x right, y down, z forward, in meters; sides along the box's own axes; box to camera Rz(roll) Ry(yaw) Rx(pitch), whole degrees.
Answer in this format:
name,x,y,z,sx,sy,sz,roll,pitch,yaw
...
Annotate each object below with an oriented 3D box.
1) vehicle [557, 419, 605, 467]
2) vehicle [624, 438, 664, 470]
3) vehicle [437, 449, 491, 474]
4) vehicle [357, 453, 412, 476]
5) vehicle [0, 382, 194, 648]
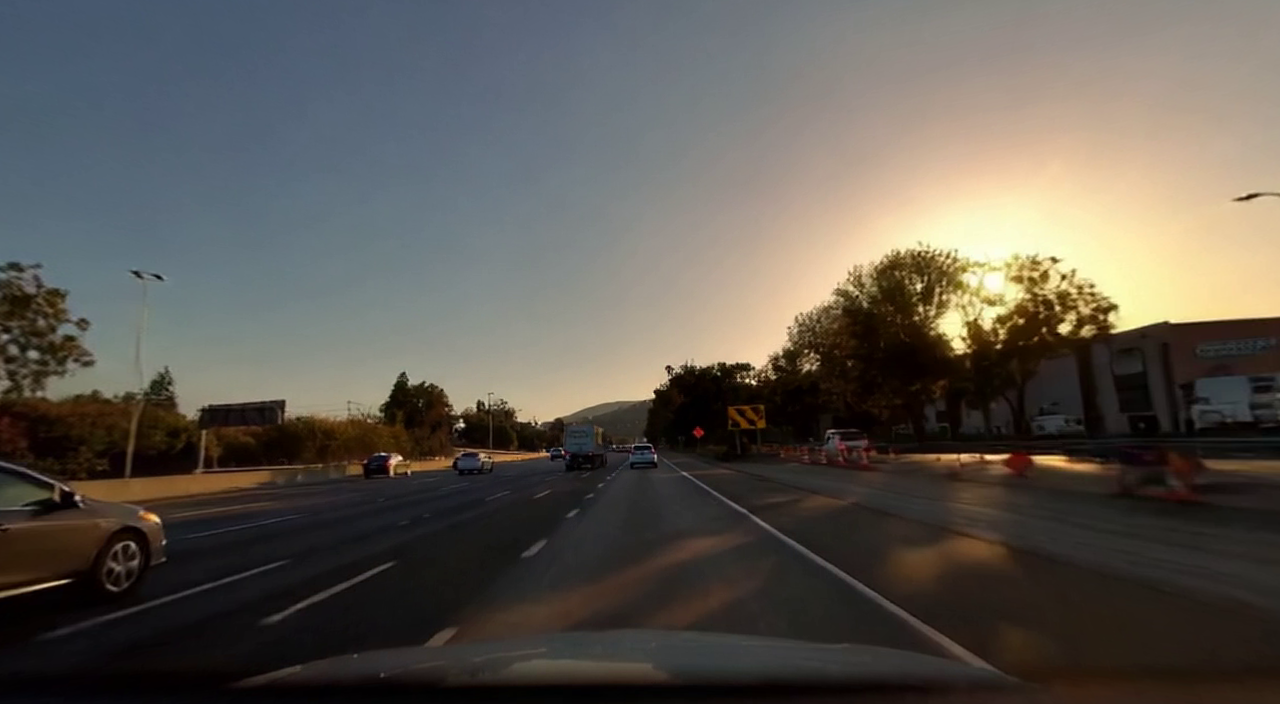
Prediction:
name,x,y,z,sx,sy,sz,roll,pitch,yaw
vehicle,-4.473,7.204,49.830,2.796,3.426,8.553,-1,-8,1
vehicle,0.223,6.057,37.641,2.227,1.794,4.646,0,-8,1
vehicle,-11.264,6.997,40.671,1.928,1.480,4.823,-1,-8,2
vehicle,-18.422,8.123,45.699,1.899,1.478,4.640,-1,-8,3
vehicle,-5.485,1.028,3.725,2.200,1.793,4.586,-1,-8,2
